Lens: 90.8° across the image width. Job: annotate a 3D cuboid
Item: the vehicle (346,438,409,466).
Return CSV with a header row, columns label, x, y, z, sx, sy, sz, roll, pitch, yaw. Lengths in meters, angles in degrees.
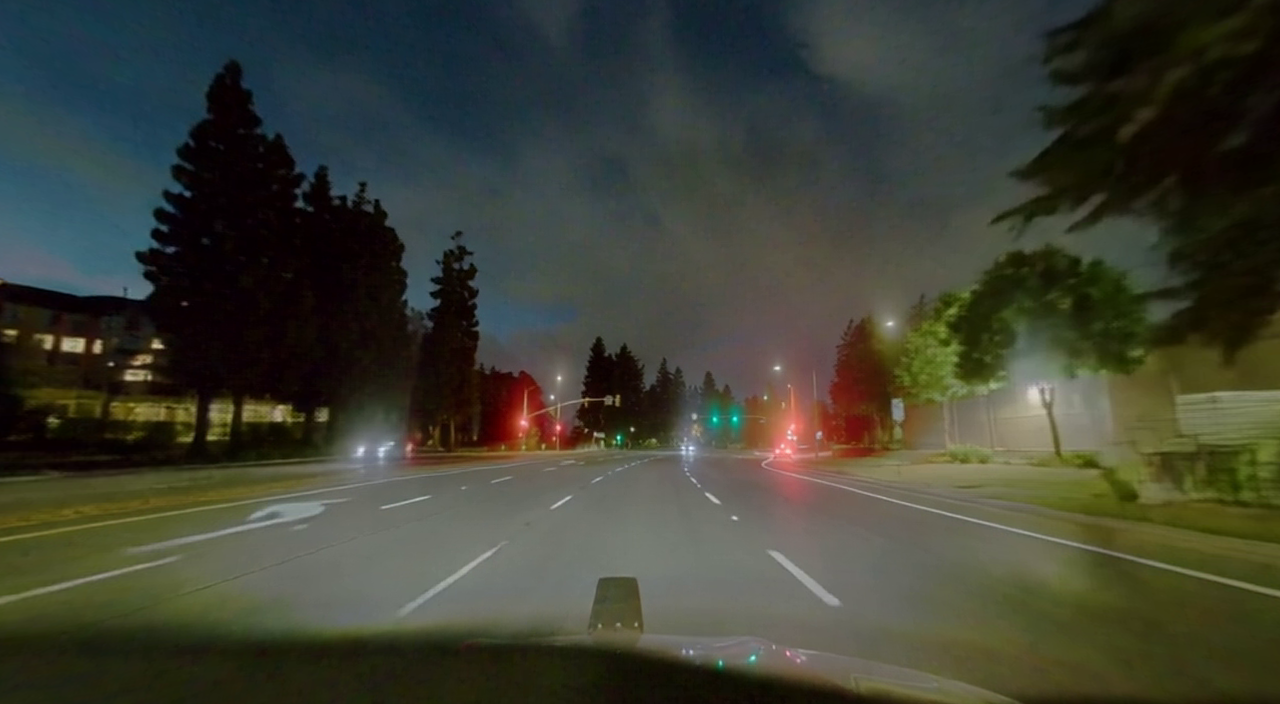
label,x,y,z,sx,sy,sz,roll,pitch,yaw
vehicle,-17.513,6.686,42.443,1.974,1.778,4.391,-1,-8,6
